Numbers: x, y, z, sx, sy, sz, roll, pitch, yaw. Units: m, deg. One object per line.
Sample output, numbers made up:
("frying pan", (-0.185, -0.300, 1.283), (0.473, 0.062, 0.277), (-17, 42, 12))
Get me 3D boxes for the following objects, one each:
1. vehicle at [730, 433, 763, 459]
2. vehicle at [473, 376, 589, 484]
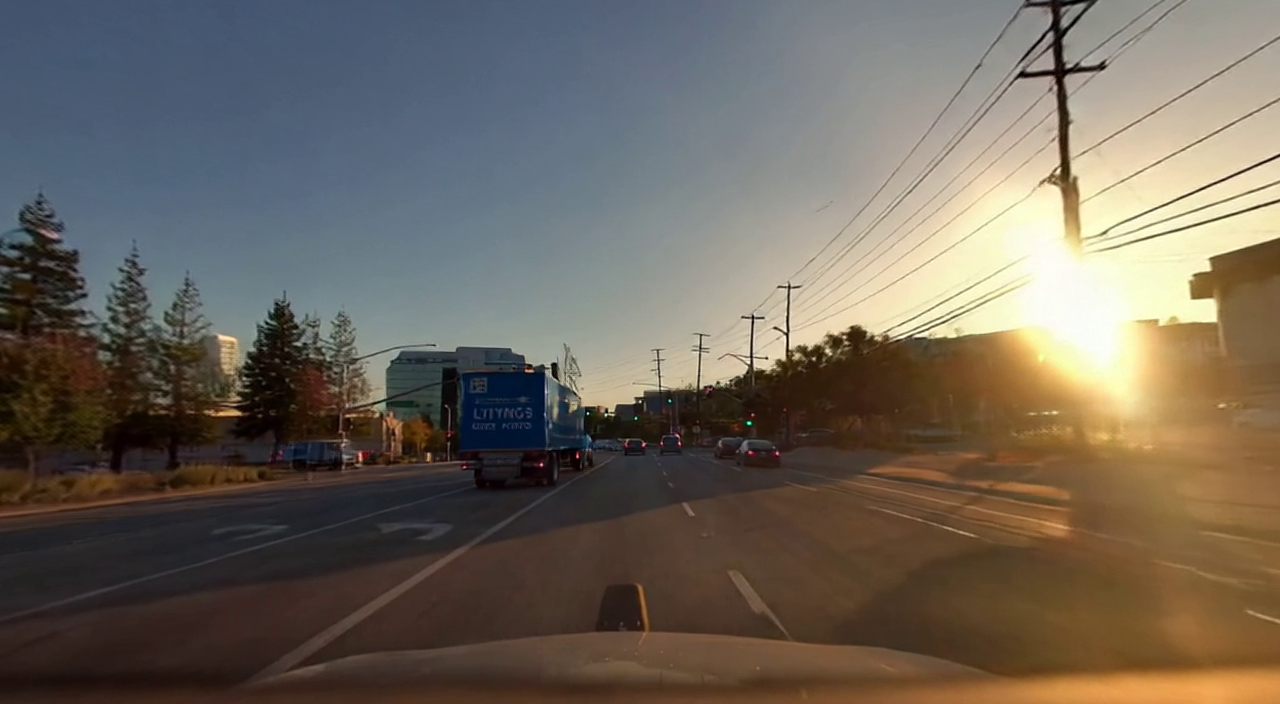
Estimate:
("vehicle", (7.281, 6.450, 43.333), (2.102, 1.662, 4.533), (-2, -8, 9))
("vehicle", (-3.724, 3.012, 23.847), (2.889, 3.347, 8.285), (0, -8, 0))
